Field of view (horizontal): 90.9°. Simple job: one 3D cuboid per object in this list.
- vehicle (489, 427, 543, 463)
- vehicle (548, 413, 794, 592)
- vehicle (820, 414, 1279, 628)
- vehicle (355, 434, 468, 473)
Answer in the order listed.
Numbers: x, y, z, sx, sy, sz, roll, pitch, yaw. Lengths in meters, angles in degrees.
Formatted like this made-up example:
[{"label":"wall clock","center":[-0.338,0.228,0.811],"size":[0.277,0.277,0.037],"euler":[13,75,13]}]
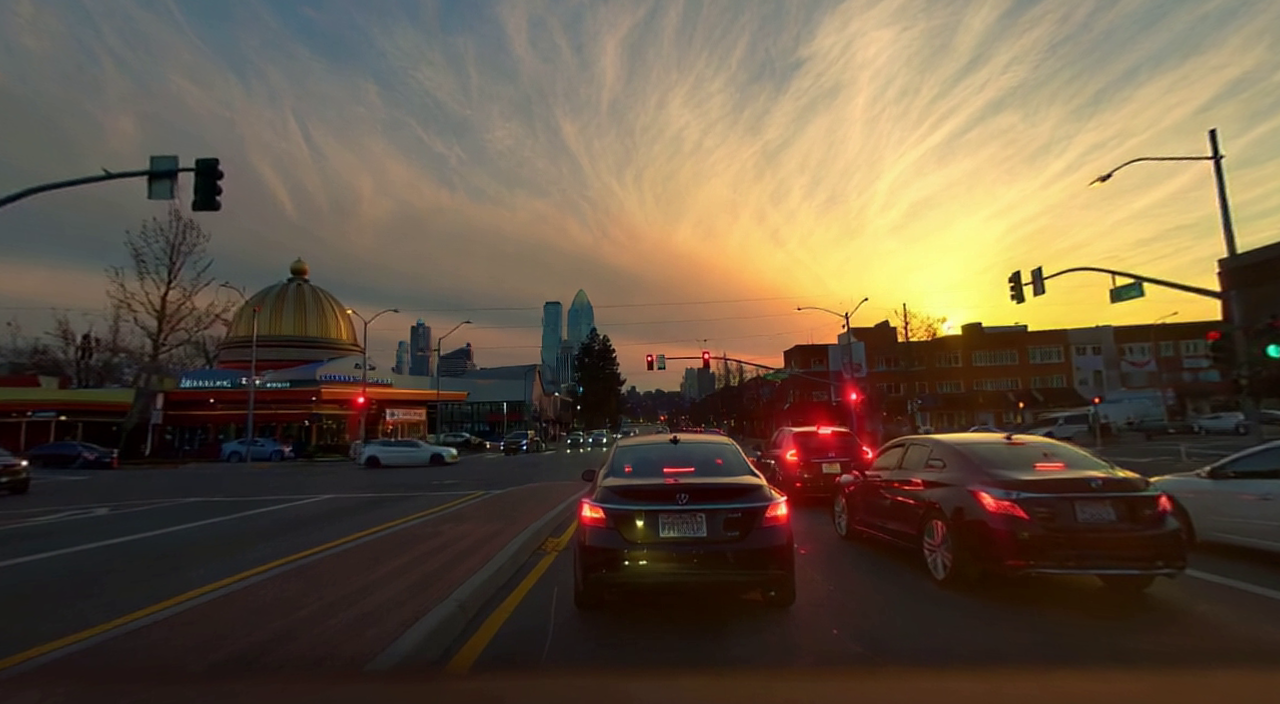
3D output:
[{"label":"vehicle","center":[-8.760,6.582,45.170],"size":[2.710,2.022,5.889],"euler":[-2,-4,0]},{"label":"vehicle","center":[0.222,1.552,7.326],"size":[2.073,1.496,3.892],"euler":[0,-8,-1]},{"label":"vehicle","center":[3.523,1.509,6.707],"size":[1.883,1.480,4.489],"euler":[0,-8,0]},{"label":"vehicle","center":[-10.779,4.801,30.010],"size":[4.833,1.701,2.077],"euler":[3,-9,-19]}]
